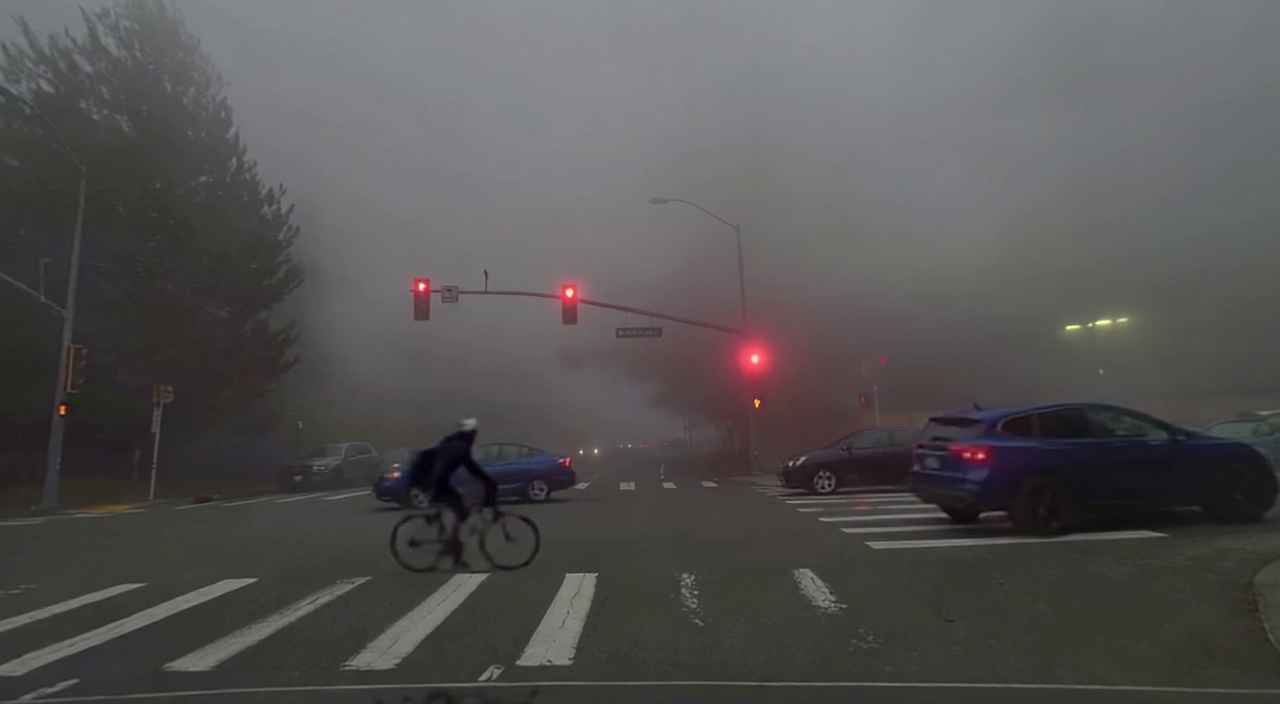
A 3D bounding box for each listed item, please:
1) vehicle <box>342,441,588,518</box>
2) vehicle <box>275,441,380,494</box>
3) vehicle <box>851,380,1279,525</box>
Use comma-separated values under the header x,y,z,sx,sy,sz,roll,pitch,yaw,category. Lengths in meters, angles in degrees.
x,y,z,sx,sy,sz,roll,pitch,yaw,category
-3.424,2.553,13.002,4.533,1.419,1.755,1,-9,-10,vehicle
-13.728,5.060,28.151,2.251,1.957,4.968,-4,-9,-1,vehicle
6.104,1.499,9.458,5.122,1.781,2.098,-2,-9,4,vehicle
